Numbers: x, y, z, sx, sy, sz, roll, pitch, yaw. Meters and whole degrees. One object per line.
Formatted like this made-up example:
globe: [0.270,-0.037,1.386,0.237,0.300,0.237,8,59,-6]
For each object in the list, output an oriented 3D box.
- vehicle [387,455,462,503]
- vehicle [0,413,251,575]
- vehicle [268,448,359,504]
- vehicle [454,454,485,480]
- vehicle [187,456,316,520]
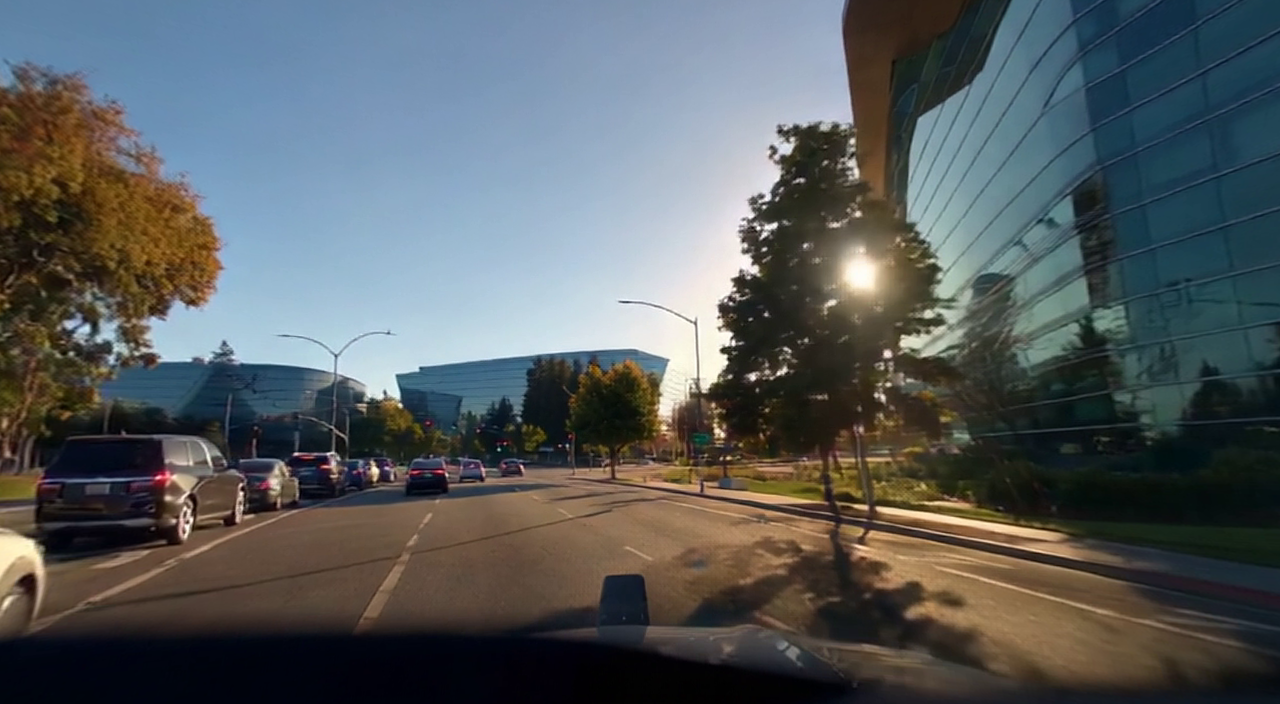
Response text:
vehicle: [-8.191,4.651,23.568,2.205,1.537,4.895,4,-10,-23]
vehicle: [-8.393,2.215,10.614,2.142,2.061,4.750,4,-10,-21]
vehicle: [-12.434,4.680,24.253,2.142,1.834,4.588,1,-9,-15]
vehicle: [-12.841,8.586,47.104,2.102,1.815,4.716,3,-9,-16]
vehicle: [-10.915,3.775,18.094,1.868,1.514,4.870,3,-9,-16]
